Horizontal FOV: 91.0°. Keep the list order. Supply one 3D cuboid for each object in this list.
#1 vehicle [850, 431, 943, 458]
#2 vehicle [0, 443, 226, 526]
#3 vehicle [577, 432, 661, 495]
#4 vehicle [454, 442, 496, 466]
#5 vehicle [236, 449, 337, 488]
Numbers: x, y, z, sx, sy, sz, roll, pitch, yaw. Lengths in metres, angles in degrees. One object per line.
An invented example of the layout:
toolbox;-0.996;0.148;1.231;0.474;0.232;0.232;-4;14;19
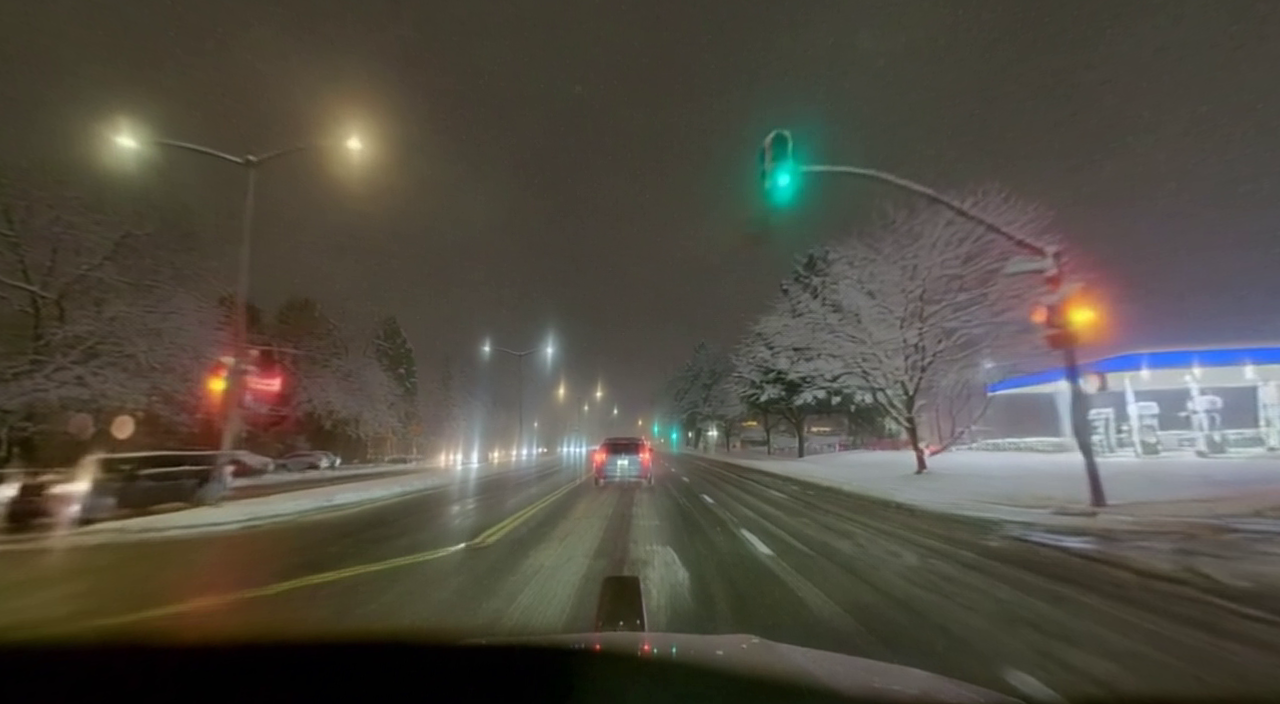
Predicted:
vehicle;15.751;5.695;38.836;4.812;1.549;2.015;-1;-9;-1
vehicle;-12.340;3.005;14.963;1.994;1.647;4.331;0;-8;0
vehicle;-0.512;3.029;17.519;2.062;1.519;4.214;0;-8;0
vehicle;-12.521;7.740;47.957;1.943;1.668;4.331;0;-8;1
vehicle;-15.724;5.163;28.337;1.885;1.561;4.473;0;-8;1
